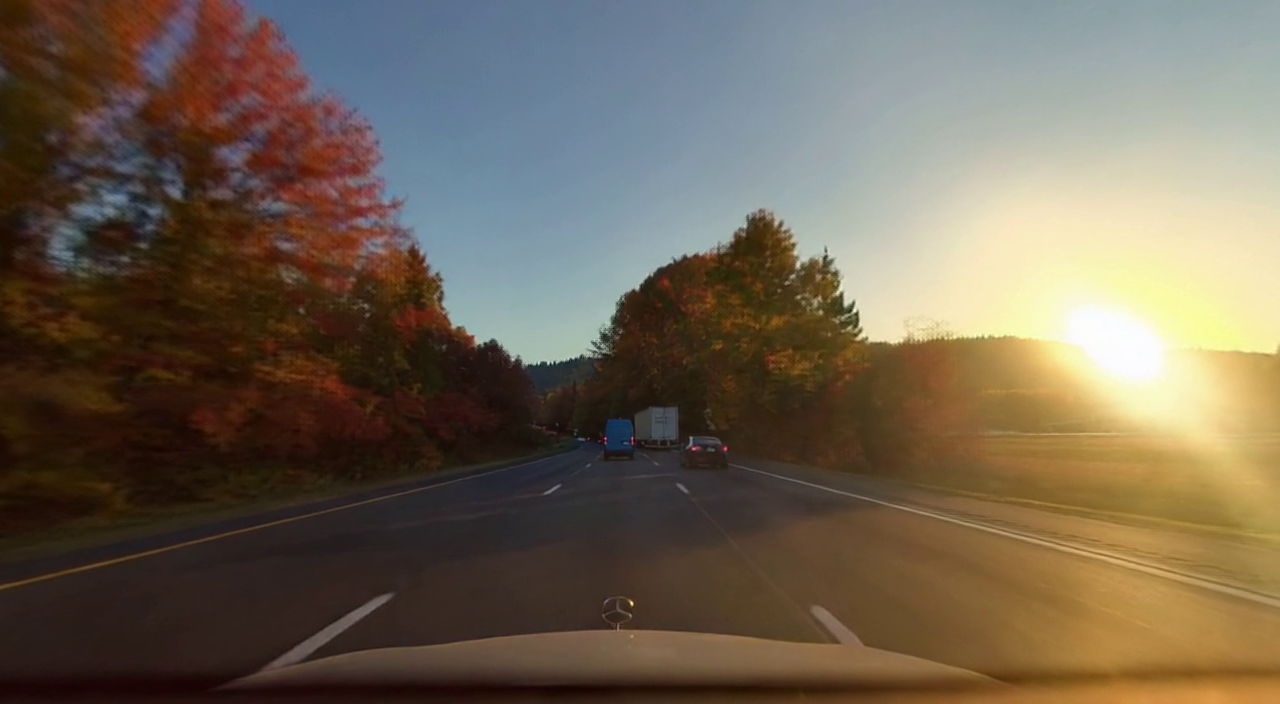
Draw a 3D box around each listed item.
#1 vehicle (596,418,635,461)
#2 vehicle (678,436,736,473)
[{"bbox_3d":[-1.536,5.721,41.156,2.389,2.637,5.437,0,-8,-1],"label":"vehicle"},{"bbox_3d":[2.878,4.513,27.973,1.962,1.508,4.363,0,-8,-2],"label":"vehicle"}]
